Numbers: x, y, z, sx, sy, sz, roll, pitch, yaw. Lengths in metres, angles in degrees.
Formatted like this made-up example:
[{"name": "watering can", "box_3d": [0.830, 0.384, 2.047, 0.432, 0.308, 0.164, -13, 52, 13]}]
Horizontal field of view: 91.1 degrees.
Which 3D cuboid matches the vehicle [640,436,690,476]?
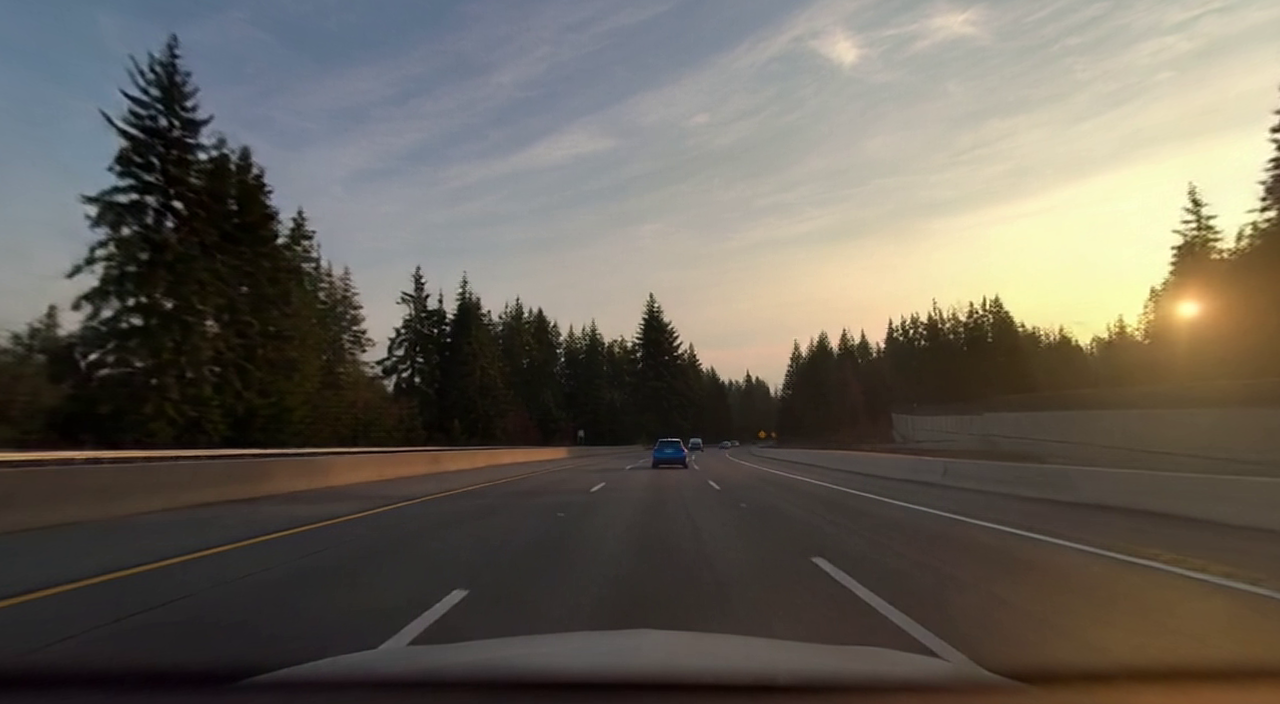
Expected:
[{"name": "vehicle", "box_3d": [1.168, 4.815, 29.321, 2.133, 1.686, 4.203, 0, -8, 2]}]
